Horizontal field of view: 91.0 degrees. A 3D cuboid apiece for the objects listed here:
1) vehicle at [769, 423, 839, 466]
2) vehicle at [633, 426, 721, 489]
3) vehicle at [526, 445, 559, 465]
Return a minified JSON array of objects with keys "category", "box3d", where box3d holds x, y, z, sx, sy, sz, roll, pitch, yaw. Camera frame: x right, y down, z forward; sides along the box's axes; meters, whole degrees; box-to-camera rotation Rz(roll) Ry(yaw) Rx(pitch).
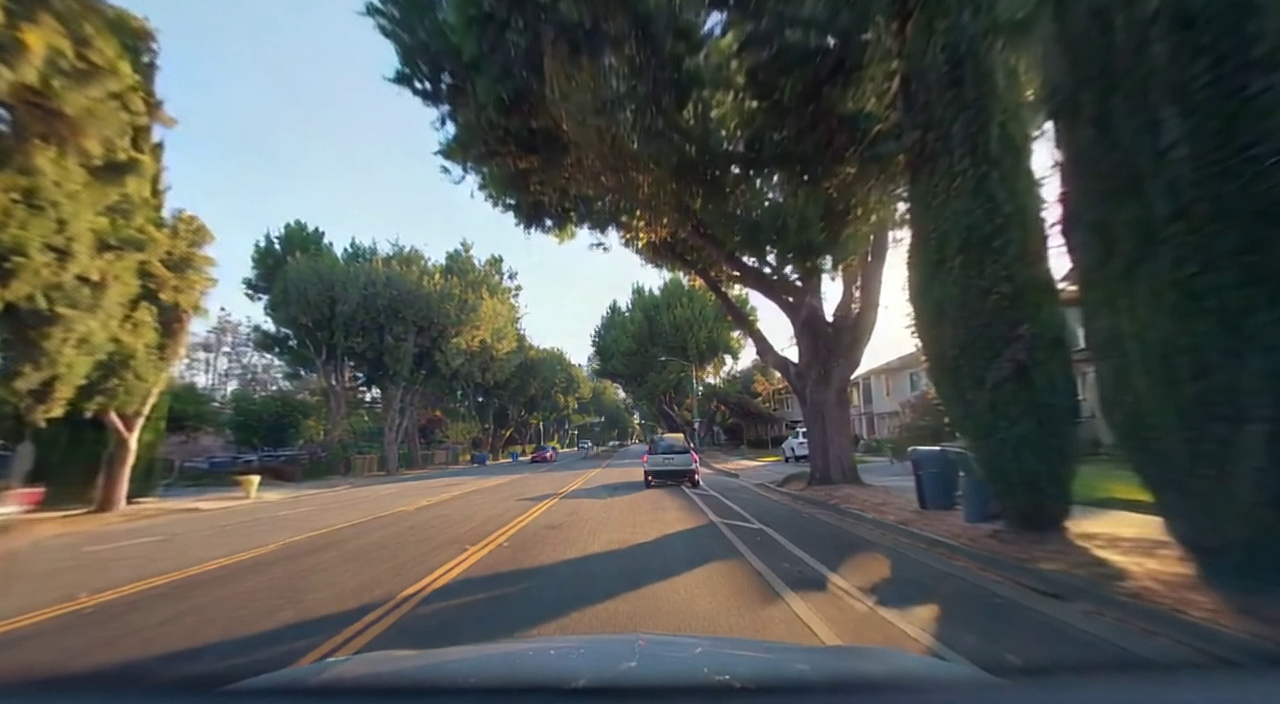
[{"category":"vehicle","box3d":[8.226,4.742,32.055,2.007,1.803,4.835,-6,-9,-2]},{"category":"vehicle","box3d":[1.399,3.551,21.466,2.268,1.862,4.724,-2,-9,12]},{"category":"vehicle","box3d":[-7.609,8.088,49.640,1.894,1.476,4.429,0,-8,0]}]
